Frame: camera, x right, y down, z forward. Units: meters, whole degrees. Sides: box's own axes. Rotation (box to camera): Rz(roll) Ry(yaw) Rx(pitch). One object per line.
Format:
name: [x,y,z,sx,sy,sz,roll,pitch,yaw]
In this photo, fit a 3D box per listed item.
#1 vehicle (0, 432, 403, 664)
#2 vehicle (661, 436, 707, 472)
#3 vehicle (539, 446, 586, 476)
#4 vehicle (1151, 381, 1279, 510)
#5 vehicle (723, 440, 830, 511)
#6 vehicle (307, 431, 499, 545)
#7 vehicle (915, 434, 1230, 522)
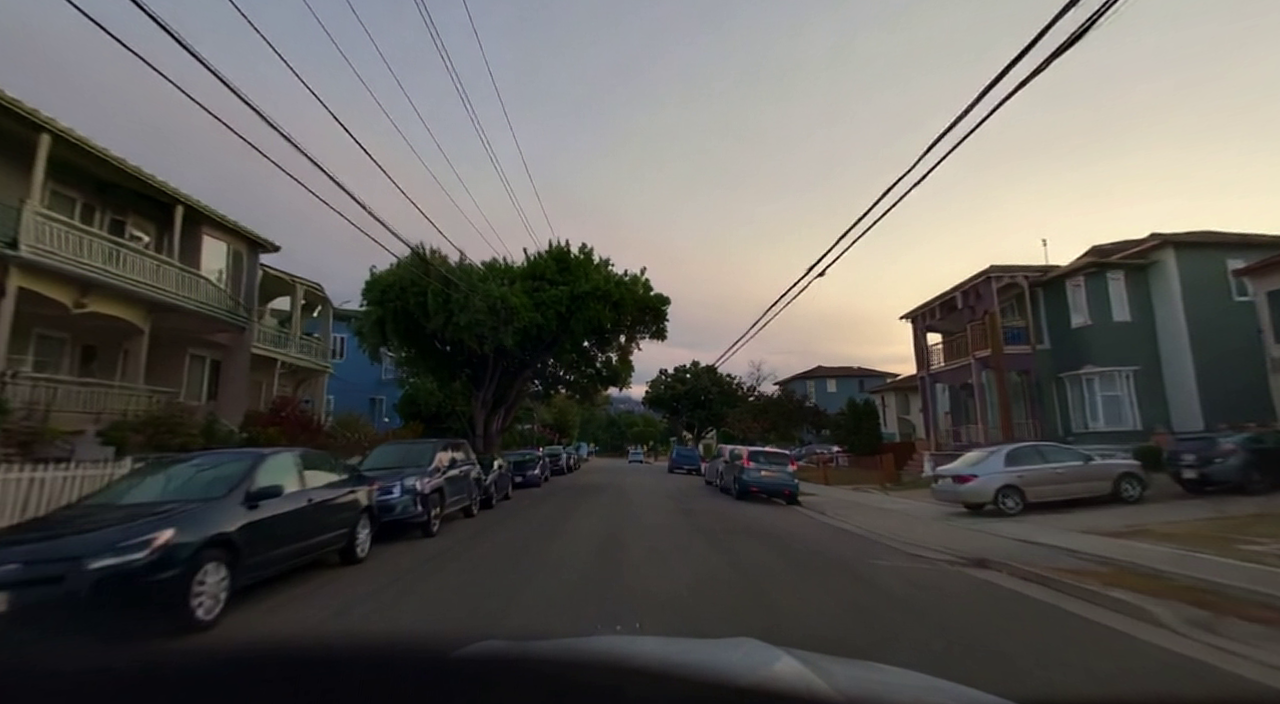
vehicle: [-4.101,1.613,6.341,1.745,1.490,4.304,0,-9,0]
vehicle: [2.819,6.729,41.751,2.564,2.155,6.053,0,-9,0]
vehicle: [-4.094,5.864,34.036,1.979,1.471,4.366,1,-10,0]
vehicle: [13.956,1.767,12.059,6.412,2.204,2.247,0,-9,-2]
vehicle: [3.350,3.115,16.337,1.916,1.587,3.986,0,-9,1]
vehicle: [-3.920,2.296,11.285,1.876,1.645,3.911,0,-9,0]
vehicle: [7.889,2.322,11.911,4.480,1.497,1.884,0,-9,2]
